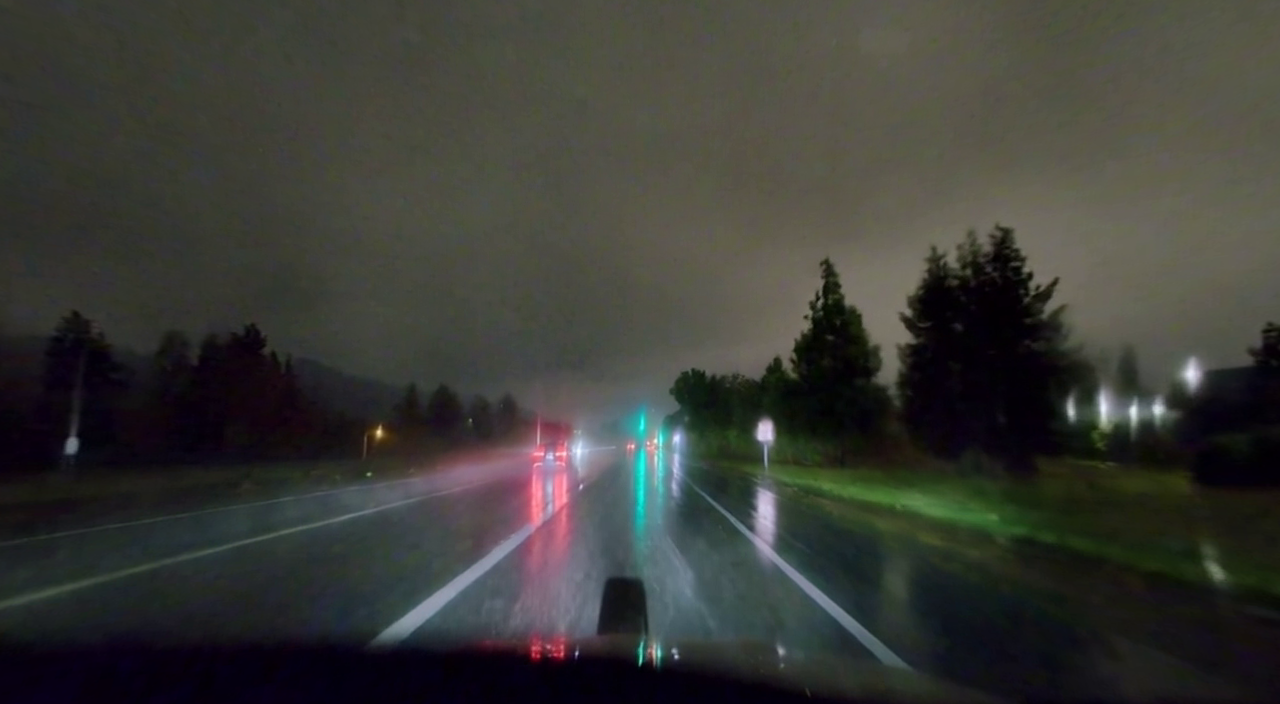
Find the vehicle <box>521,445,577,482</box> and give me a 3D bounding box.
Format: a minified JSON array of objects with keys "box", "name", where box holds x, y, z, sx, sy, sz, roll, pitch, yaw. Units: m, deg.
[{"box":[-3.857,4.780,27.367,1.786,1.488,4.023,0,-9,1],"name":"vehicle"}]
